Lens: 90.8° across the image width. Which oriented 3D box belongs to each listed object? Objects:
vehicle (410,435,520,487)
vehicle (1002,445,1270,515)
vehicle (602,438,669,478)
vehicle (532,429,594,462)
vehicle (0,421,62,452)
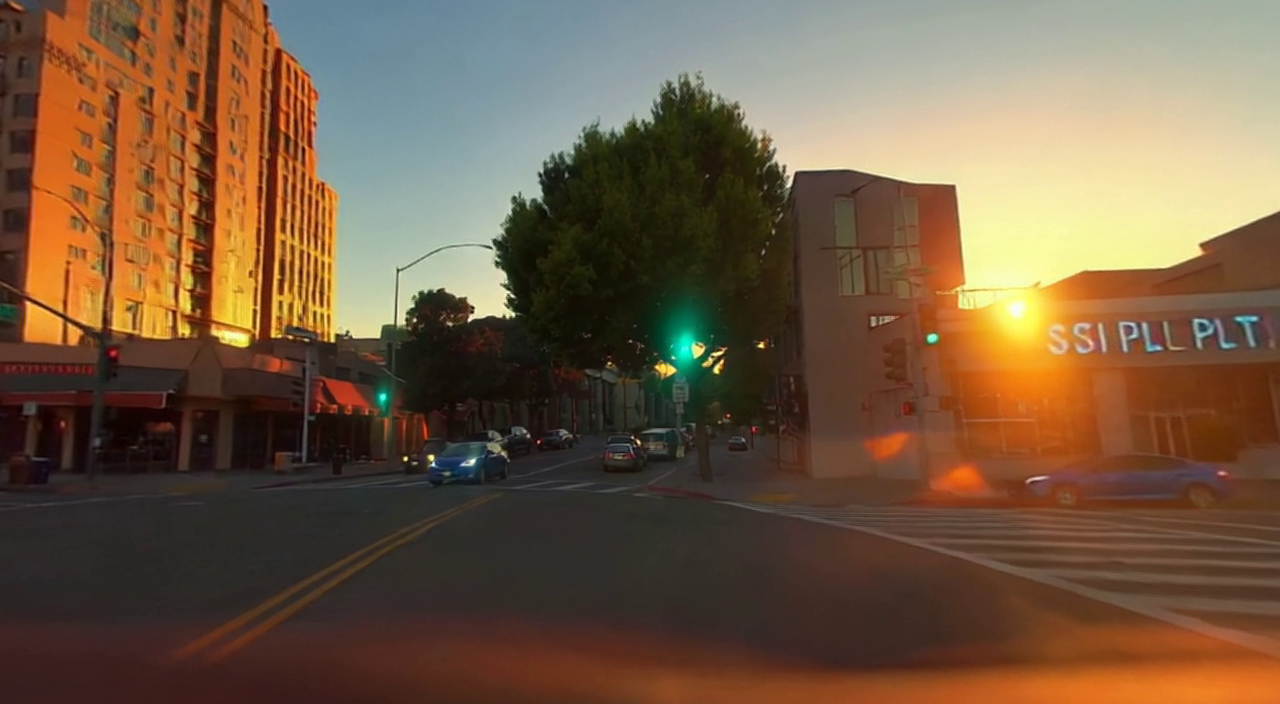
[{"bbox_3d":[-5.524,3.495,20.658,2.119,1.485,4.472,-1,-8,3],"label":"vehicle"},{"bbox_3d":[11.157,2.890,14.552,4.426,1.446,1.795,-2,-8,9],"label":"vehicle"},{"bbox_3d":[-0.078,4.298,25.972,1.892,1.481,4.365,-2,-8,11],"label":"vehicle"},{"bbox_3d":[-4.243,5.292,35.848,2.181,1.723,4.692,-2,-8,10],"label":"vehicle"},{"bbox_3d":[-32.678,4.343,32.465,1.699,1.539,4.060,-2,-8,8],"label":"vehicle"}]
